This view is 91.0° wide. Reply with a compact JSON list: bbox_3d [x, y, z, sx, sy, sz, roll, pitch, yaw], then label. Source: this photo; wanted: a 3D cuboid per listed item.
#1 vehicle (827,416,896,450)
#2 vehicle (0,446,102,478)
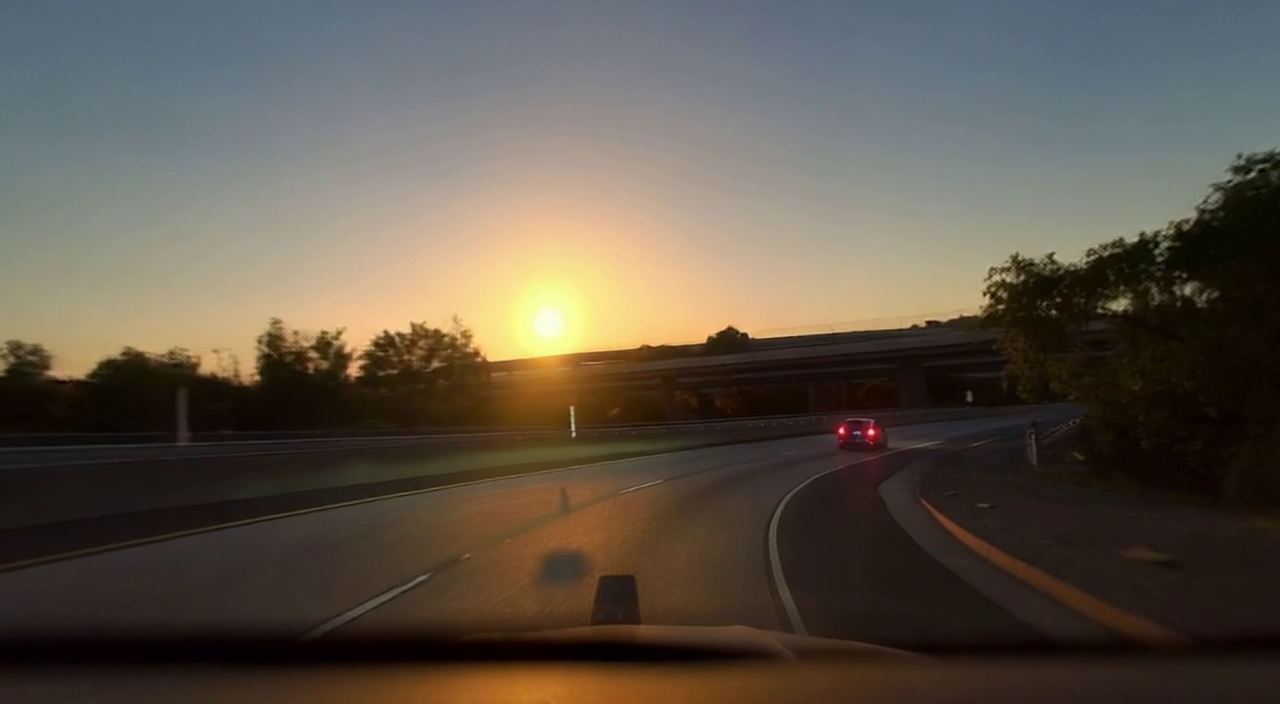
[{"bbox_3d":[10.446,3.774,29.537,2.028,1.440,3.970,-2,-7,35],"label":"vehicle"},{"bbox_3d":[-31.374,5.792,33.417,4.119,1.500,1.767,6,-10,-41],"label":"vehicle"}]
